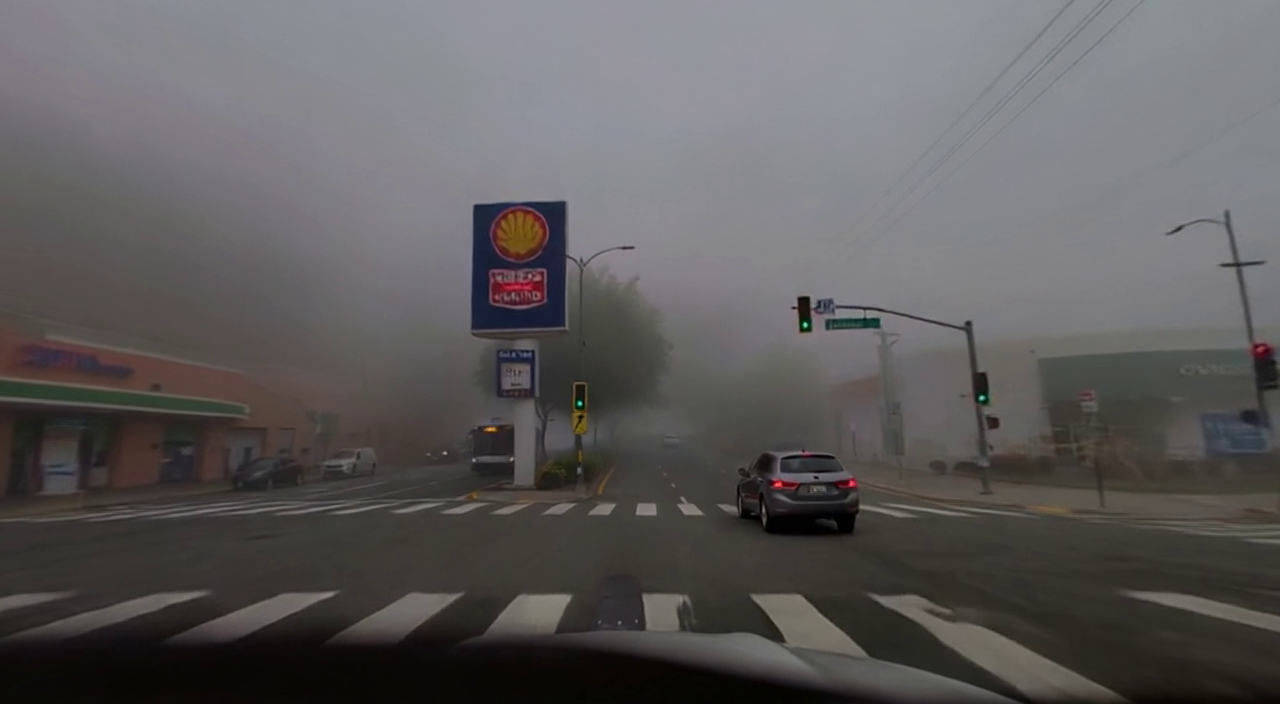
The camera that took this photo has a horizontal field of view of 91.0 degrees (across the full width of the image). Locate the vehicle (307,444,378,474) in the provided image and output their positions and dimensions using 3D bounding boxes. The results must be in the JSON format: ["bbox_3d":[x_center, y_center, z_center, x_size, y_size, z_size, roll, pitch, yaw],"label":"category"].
[{"bbox_3d":[-17.974,6.457,38.307,2.079,1.672,4.333,-1,-8,2],"label":"vehicle"}]

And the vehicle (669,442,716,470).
[{"bbox_3d":[2.894,5.842,35.658,2.282,1.458,4.362,0,-8,-1],"label":"vehicle"}]

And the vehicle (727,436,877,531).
[{"bbox_3d":[3.198,2.680,13.457,1.999,1.679,4.217,0,-8,-1],"label":"vehicle"}]

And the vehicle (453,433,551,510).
[{"bbox_3d":[-3.736,3.443,17.929,2.189,1.836,4.693,0,-12,-6],"label":"vehicle"}]

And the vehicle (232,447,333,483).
[{"bbox_3d":[-17.827,5.643,31.743,1.956,1.634,5.000,-1,-8,3],"label":"vehicle"}]
